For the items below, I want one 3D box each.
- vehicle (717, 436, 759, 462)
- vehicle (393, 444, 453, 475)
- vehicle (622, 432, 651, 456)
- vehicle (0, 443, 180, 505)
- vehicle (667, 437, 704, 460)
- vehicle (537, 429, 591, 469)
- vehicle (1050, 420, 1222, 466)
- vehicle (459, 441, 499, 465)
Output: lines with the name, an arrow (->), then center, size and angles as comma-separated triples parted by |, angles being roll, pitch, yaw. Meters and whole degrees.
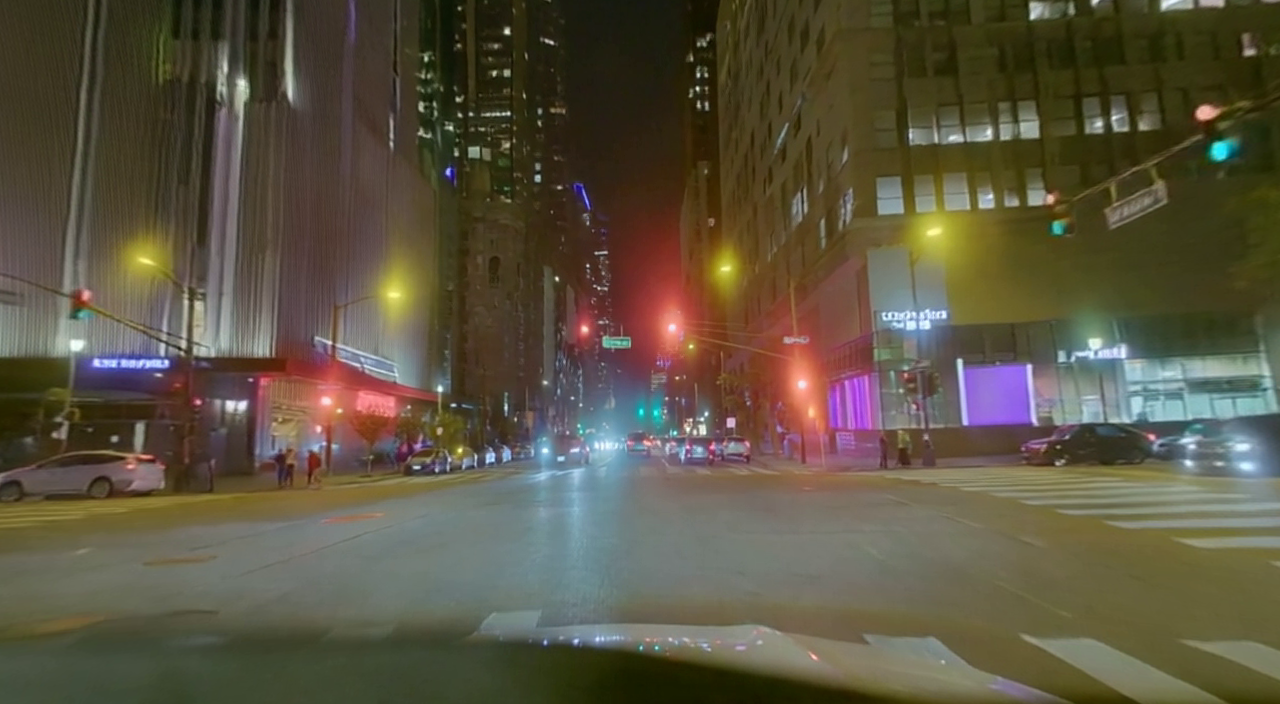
vehicle -> 6.023, 5.990, 39.331 | 1.882, 1.479, 4.652 | 1, -8, 0
vehicle -> -12.710, 6.280, 37.221 | 2.118, 1.644, 4.188 | 0, -8, -1
vehicle -> -0.253, 7.241, 49.815 | 2.165, 1.749, 4.078 | 0, -8, 0
vehicle -> -21.588, 4.721, 24.653 | 5.283, 1.959, 2.453 | -3, -7, -1
vehicle -> 2.719, 5.912, 38.768 | 1.919, 1.371, 3.583 | 0, -8, -2
vehicle -> -3.870, 5.042, 32.943 | 2.176, 1.804, 4.740 | -3, -8, 0
vehicle -> 17.078, 3.163, 21.885 | 4.293, 1.495, 1.935 | 0, -8, 0
vehicle -> -12.297, 7.686, 48.388 | 1.854, 1.727, 4.426 | 0, -8, 1
